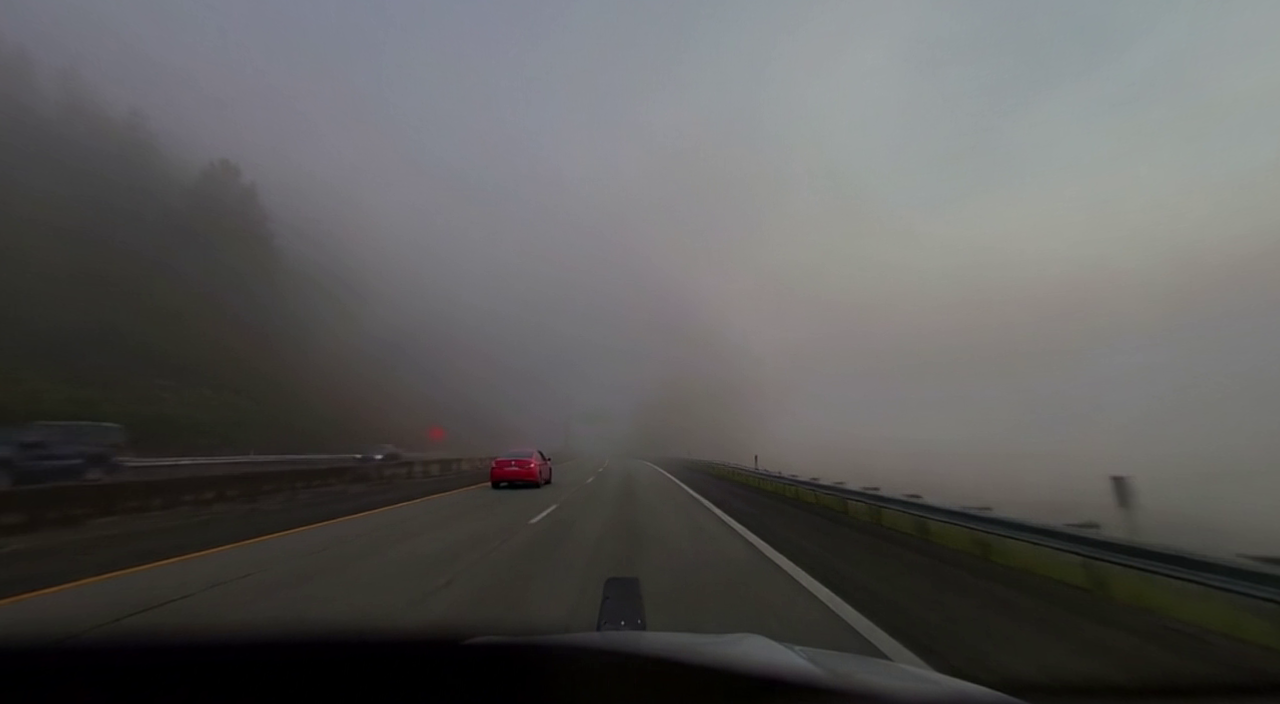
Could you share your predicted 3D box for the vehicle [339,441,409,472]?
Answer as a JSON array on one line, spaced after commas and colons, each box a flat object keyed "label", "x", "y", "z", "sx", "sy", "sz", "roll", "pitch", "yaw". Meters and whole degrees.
[{"label": "vehicle", "x": -13.755, "y": 5.426, "z": 32.839, "sx": 1.862, "sy": 1.462, "sz": 4.426, "roll": 0, "pitch": -9, "yaw": -2}]

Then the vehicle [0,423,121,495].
[{"label": "vehicle", "x": -15.460, "y": 2.545, "z": 15.077, "sx": 2.094, "sy": 1.604, "sz": 4.645, "roll": 0, "pitch": -9, "yaw": 0}]

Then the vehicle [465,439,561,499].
[{"label": "vehicle", "x": -3.567, "y": 3.371, "z": 18.458, "sx": 1.990, "sy": 1.532, "sz": 3.911, "roll": 0, "pitch": -9, "yaw": 0}]
